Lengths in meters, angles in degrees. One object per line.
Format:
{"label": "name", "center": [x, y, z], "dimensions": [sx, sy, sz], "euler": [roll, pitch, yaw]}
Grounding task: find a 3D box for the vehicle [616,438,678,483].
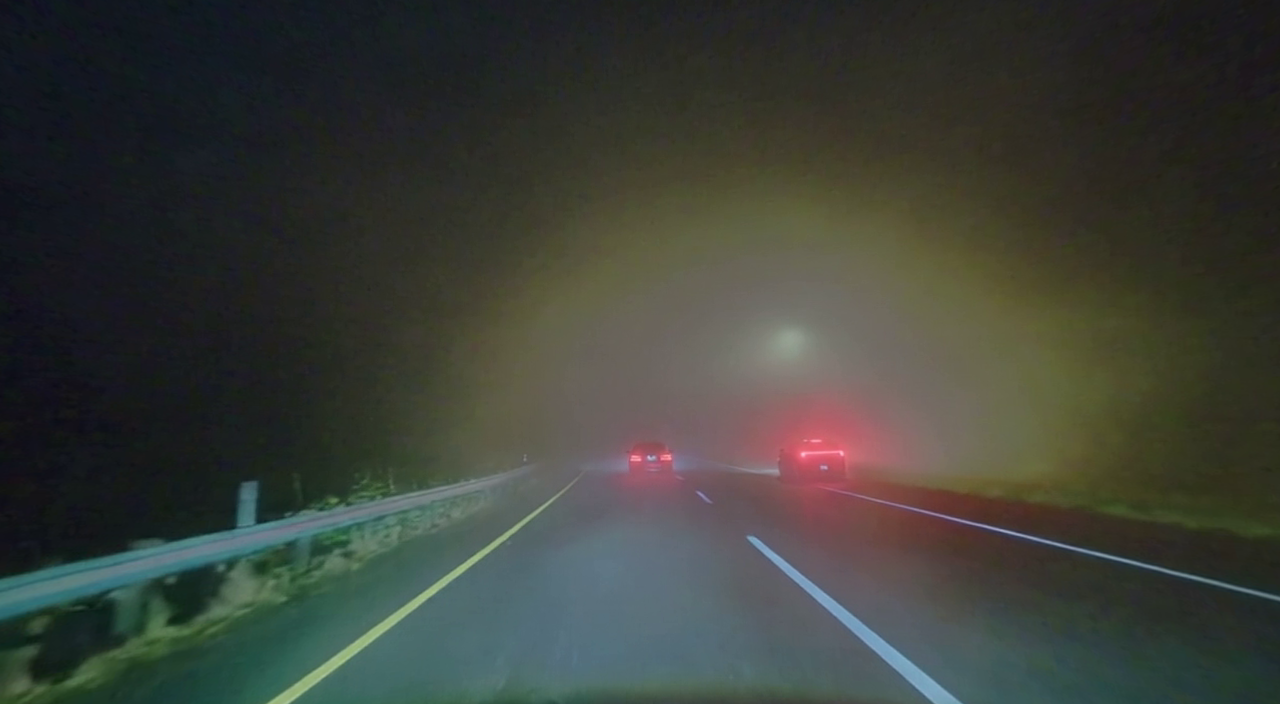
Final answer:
{"label": "vehicle", "center": [0.142, 3.860, 22.763], "dimensions": [2.029, 1.474, 4.183], "euler": [0, -8, -2]}
